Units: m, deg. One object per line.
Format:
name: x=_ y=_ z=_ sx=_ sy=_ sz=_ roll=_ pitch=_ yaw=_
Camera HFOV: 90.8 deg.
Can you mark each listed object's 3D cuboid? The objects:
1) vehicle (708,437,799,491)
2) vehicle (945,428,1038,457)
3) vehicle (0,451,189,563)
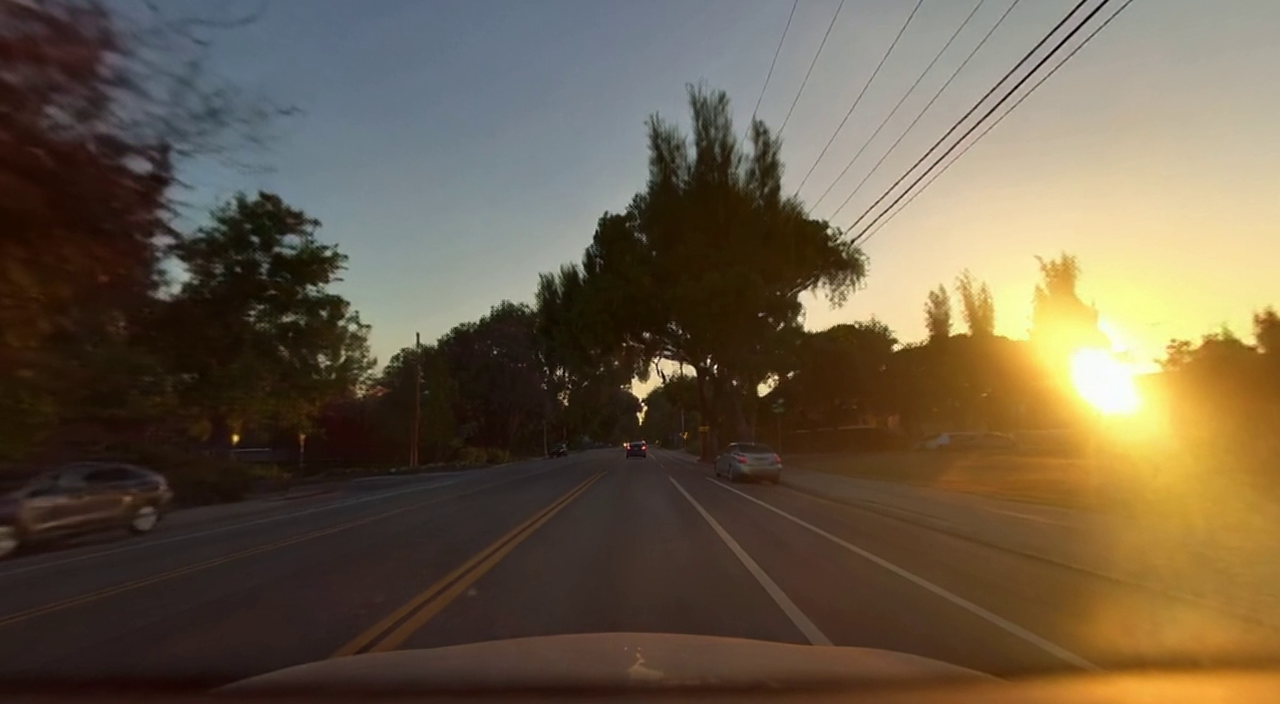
vehicle: x=3.968 y=3.997 z=22.973 sx=2.124 sy=1.524 sz=4.698 roll=6 pitch=-9 yaw=-2
vehicle: x=21.293 y=5.496 z=38.360 sx=4.536 sy=1.654 sz=1.931 roll=1 pitch=-8 yaw=-7
vehicle: x=-11.240 y=2.802 z=11.449 sx=2.086 sy=1.711 sz=5.661 roll=-6 pitch=-8 yaw=-1
